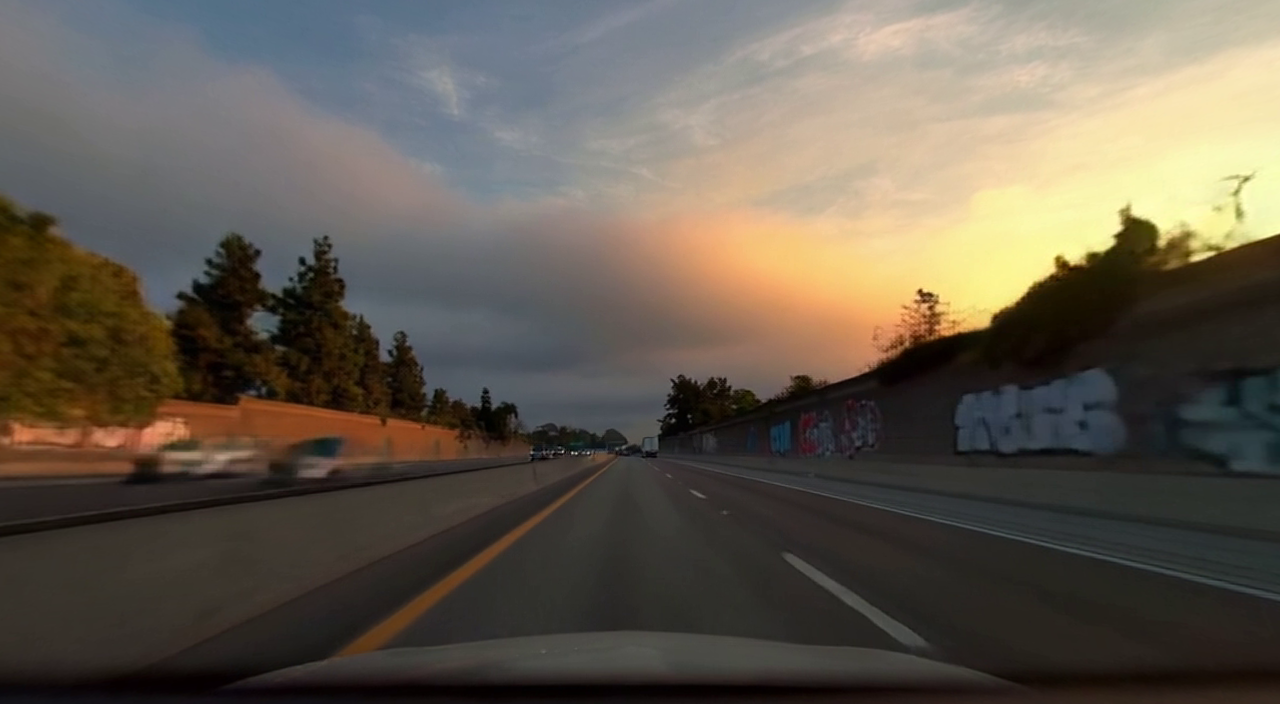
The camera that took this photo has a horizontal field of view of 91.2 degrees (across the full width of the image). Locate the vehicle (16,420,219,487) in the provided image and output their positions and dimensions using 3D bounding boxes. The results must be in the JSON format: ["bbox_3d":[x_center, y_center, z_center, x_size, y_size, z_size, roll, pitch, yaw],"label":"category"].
[{"bbox_3d":[-13.757,2.720,16.913,1.921,1.551,4.132,0,-9,-1],"label":"vehicle"}]

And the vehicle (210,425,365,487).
[{"bbox_3d":[-9.309,2.791,16.969,1.955,1.465,3.791,0,-9,0],"label":"vehicle"}]
